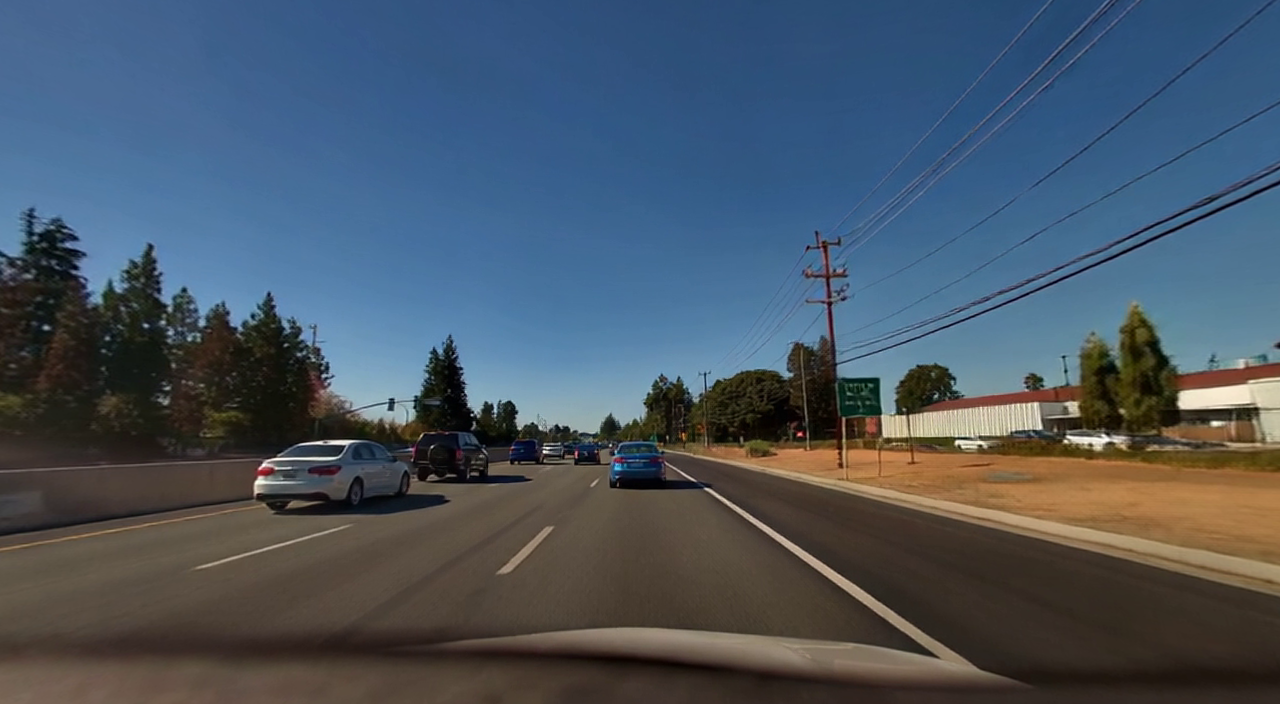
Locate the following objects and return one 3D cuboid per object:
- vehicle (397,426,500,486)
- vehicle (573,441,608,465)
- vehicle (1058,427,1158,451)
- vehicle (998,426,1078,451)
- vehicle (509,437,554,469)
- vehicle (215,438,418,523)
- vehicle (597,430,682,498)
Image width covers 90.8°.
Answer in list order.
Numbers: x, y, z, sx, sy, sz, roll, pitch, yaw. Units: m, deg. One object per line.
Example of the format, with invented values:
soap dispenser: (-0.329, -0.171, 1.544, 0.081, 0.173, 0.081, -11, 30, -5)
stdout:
vehicle: (-6.730, 3.710, 22.896, 2.144, 1.905, 4.967, 0, -8, 0)
vehicle: (-3.273, 6.829, 42.706, 2.055, 1.510, 3.961, 0, -8, 0)
vehicle: (29.638, 5.536, 40.093, 4.674, 1.485, 1.874, -1, -8, 6)
vehicle: (29.567, 6.440, 47.029, 4.554, 1.761, 2.095, 0, -8, 0)
vehicle: (-6.346, 5.958, 37.316, 1.914, 1.756, 4.179, 0, -8, 0)
vehicle: (-6.542, 2.613, 13.496, 1.900, 1.483, 4.547, 0, -8, 1)
vehicle: (-0.044, 3.110, 17.929, 2.140, 1.653, 4.108, 0, -8, -1)
